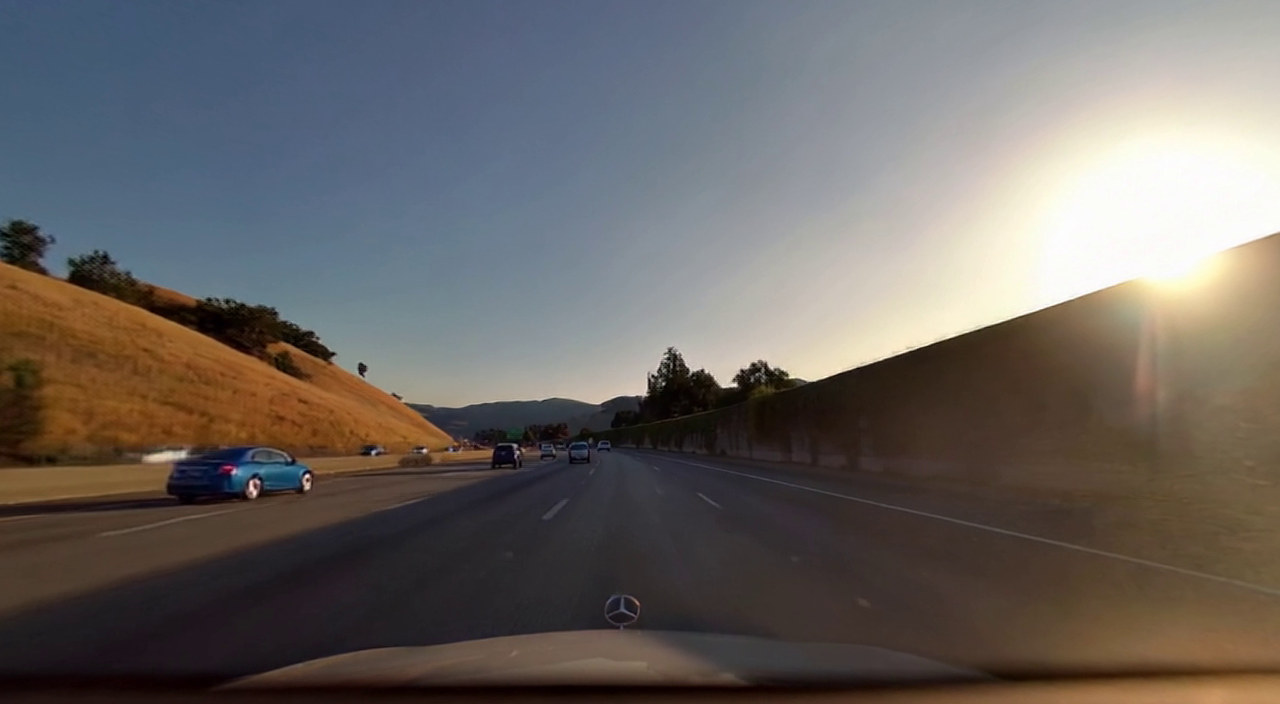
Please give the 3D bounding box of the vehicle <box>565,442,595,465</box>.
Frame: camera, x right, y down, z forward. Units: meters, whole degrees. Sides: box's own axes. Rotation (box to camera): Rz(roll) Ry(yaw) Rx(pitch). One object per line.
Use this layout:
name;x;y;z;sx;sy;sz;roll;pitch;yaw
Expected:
vehicle;-4.584;7.847;48.997;2.115;1.713;4.263;0;-9;-2

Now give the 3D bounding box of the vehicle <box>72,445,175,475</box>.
vehicle;-30.217;6.306;37.197;1.911;1.588;4.877;0;-9;0

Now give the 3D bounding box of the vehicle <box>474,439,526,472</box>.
vehicle;-8.068;6.036;36.965;2.074;1.768;4.805;0;-9;-2

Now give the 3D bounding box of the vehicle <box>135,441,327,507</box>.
vehicle;-10.424;3.117;16.670;1.949;1.475;4.740;0;-9;-1
